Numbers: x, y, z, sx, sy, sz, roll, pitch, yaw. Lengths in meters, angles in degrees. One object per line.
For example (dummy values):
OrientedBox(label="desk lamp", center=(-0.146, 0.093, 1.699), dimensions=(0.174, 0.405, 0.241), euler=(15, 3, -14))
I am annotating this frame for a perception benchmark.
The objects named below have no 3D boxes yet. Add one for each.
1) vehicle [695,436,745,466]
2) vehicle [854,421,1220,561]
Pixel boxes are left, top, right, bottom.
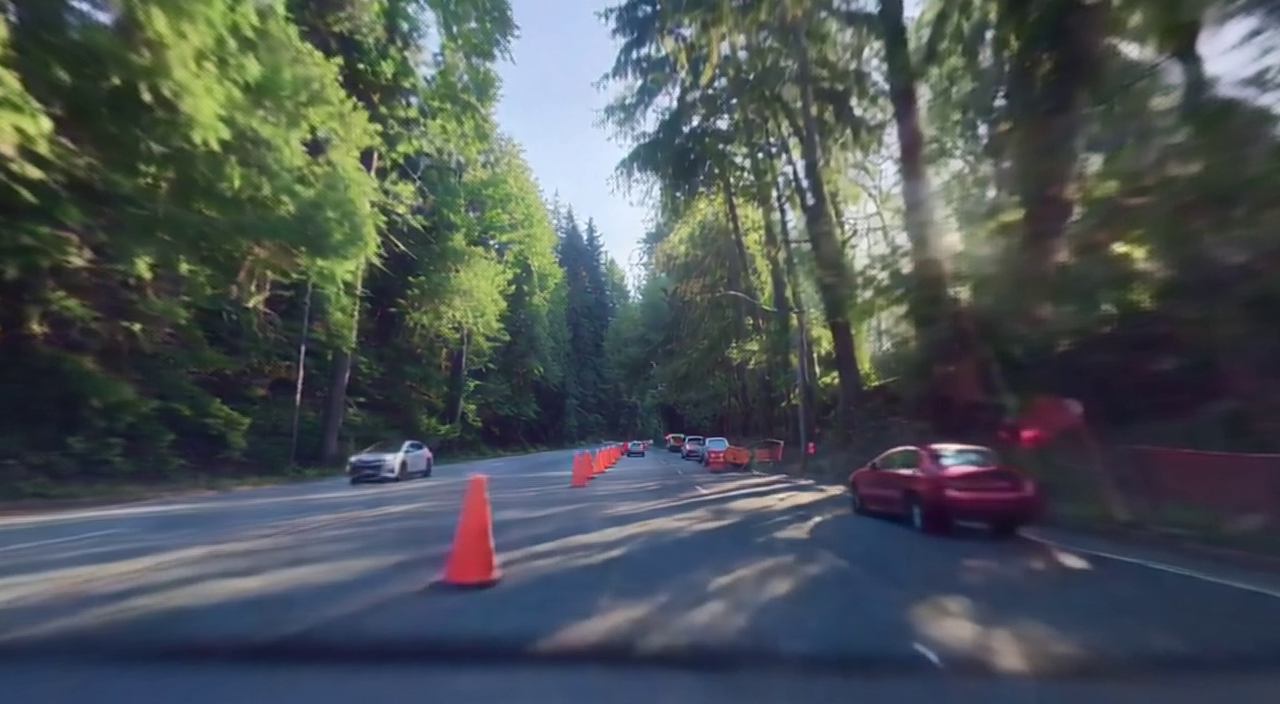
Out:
OrientedBox(label="vehicle", center=(5.647, 7.105, 45.537), dimensions=(2.294, 1.949, 6.246), euler=(1, -8, -5))
OrientedBox(label="vehicle", center=(5.719, 2.080, 10.463), dimensions=(2.324, 1.655, 5.738), euler=(0, -8, 0))
